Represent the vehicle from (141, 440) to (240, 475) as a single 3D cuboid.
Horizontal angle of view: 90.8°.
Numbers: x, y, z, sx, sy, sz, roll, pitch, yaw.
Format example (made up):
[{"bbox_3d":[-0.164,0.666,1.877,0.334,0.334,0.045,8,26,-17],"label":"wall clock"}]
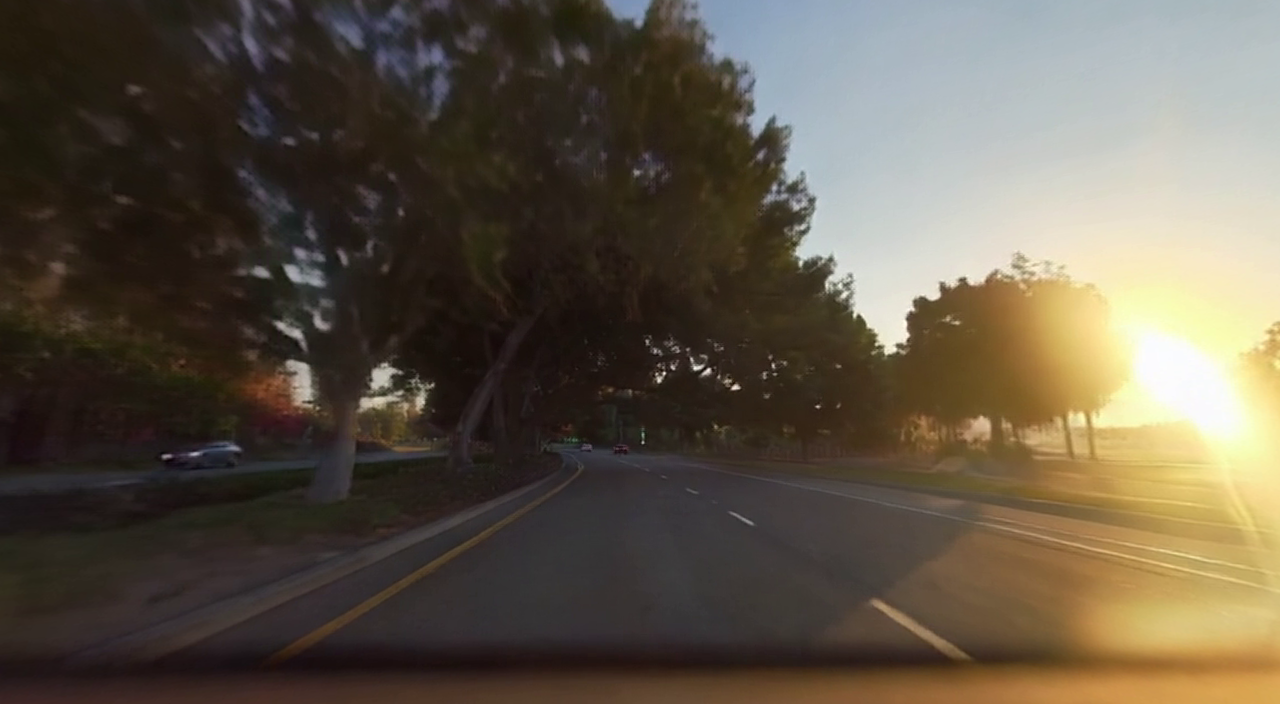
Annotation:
[{"bbox_3d":[-22.525,5.270,31.900,1.895,1.604,4.349,1,-8,-3],"label":"vehicle"}]
